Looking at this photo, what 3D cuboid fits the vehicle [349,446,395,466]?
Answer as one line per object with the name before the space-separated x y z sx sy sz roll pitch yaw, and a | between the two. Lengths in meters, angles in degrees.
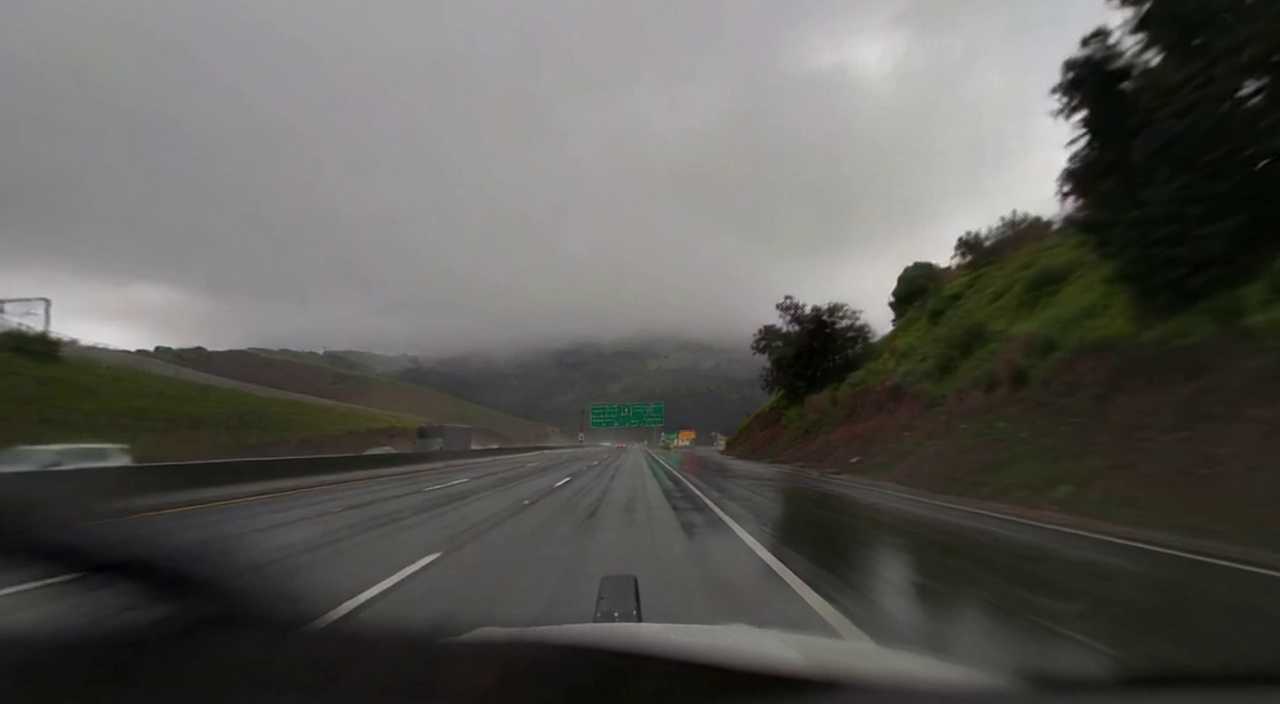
vehicle | -20.890 8.085 49.225 1.704 1.419 4.326 0 -8 -1
